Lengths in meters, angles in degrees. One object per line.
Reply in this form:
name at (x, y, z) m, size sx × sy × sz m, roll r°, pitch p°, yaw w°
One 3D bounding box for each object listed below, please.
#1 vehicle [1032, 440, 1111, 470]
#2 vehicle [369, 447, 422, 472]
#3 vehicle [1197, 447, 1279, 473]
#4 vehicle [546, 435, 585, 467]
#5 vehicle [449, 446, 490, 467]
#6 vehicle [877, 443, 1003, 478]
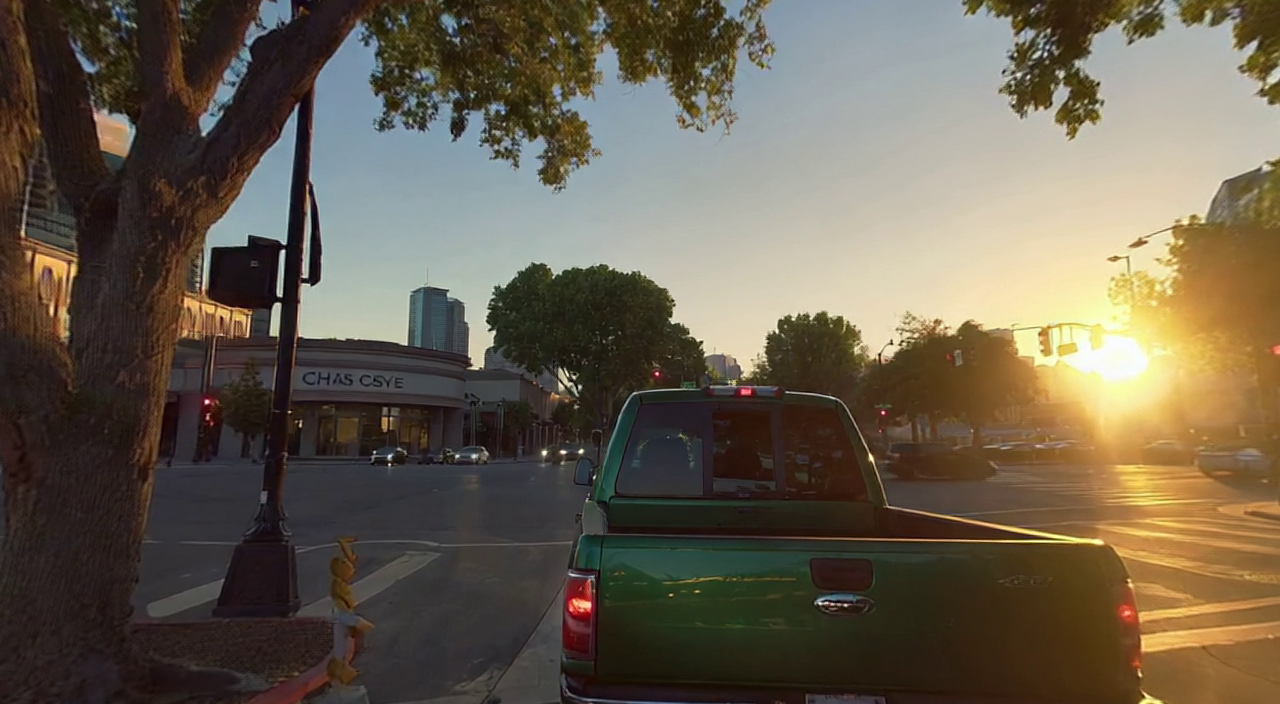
vehicle at (26.354, 6.266, 38.567) m, size 4.541 × 1.731 × 2.007 m, roll 5°, pitch -10°, yaw -28°
vehicle at (-16.253, 7.133, 42.240) m, size 1.883 × 1.586 × 4.297 m, roll 0°, pitch -9°, yaw -1°
vehicle at (36.120, 6.469, 38.097) m, size 4.522 × 1.460 × 2.097 m, roll 4°, pitch -9°, yaw -26°
vehicle at (-4.984, 6.464, 41.483) m, size 2.289 × 1.927 × 5.667 m, roll 1°, pitch -9°, yaw -9°
vehicle at (-12.622, 7.764, 47.092) m, size 1.946 × 1.474 × 4.008 m, roll 0°, pitch -9°, yaw 0°
vehicle at (13.402, 4.869, 28.453) m, size 4.658 × 1.478 × 1.946 m, roll -1°, pitch -9°, yaw 4°
